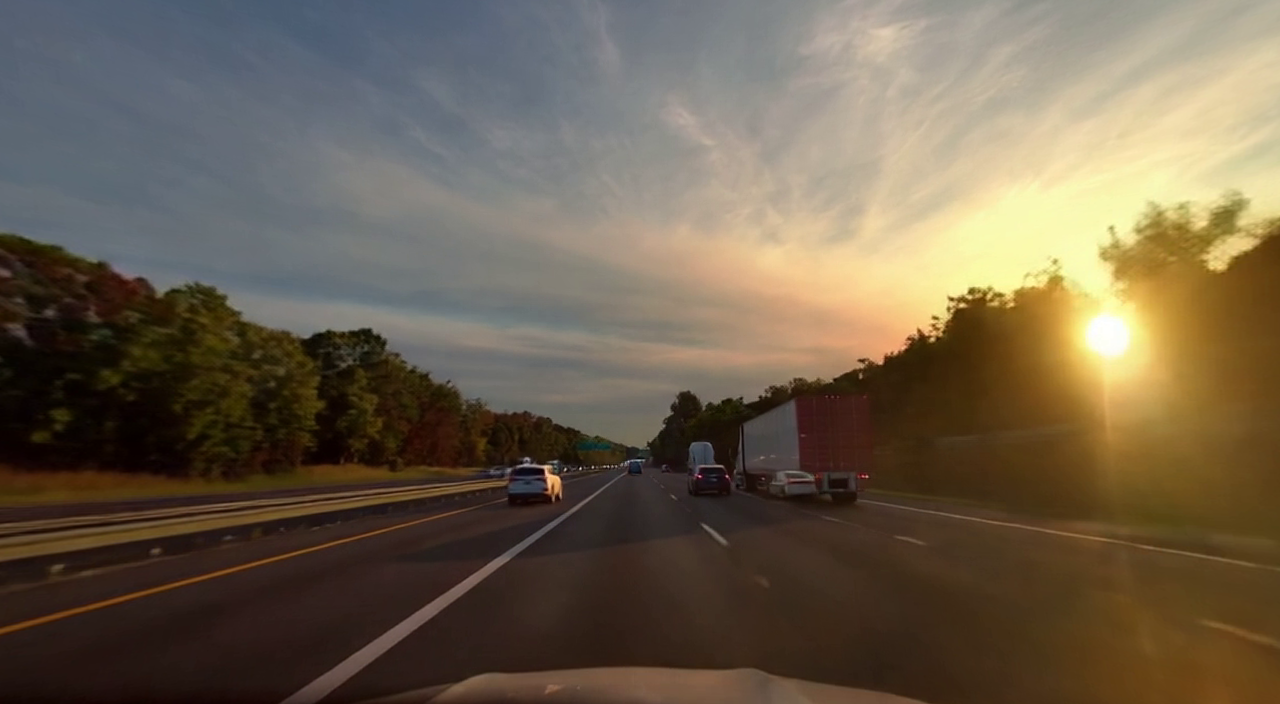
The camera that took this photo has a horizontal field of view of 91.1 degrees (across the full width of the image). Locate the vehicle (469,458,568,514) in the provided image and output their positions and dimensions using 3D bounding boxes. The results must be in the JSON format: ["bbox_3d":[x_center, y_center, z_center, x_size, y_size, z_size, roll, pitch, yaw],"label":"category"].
[{"bbox_3d":[-3.620,4.119,19.717,2.065,1.485,4.682,1,-10,1],"label":"vehicle"}]

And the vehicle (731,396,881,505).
[{"bbox_3d":[7.530,5.289,32.521,2.861,4.086,17.499,1,-10,-1],"label":"vehicle"}]

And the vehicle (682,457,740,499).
[{"bbox_3d":[3.208,5.819,29.196,2.050,1.708,4.457,1,-10,-1],"label":"vehicle"}]

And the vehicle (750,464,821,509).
[{"bbox_3d":[5.271,4.921,23.227,1.672,1.475,3.733,1,-11,-1],"label":"vehicle"}]
